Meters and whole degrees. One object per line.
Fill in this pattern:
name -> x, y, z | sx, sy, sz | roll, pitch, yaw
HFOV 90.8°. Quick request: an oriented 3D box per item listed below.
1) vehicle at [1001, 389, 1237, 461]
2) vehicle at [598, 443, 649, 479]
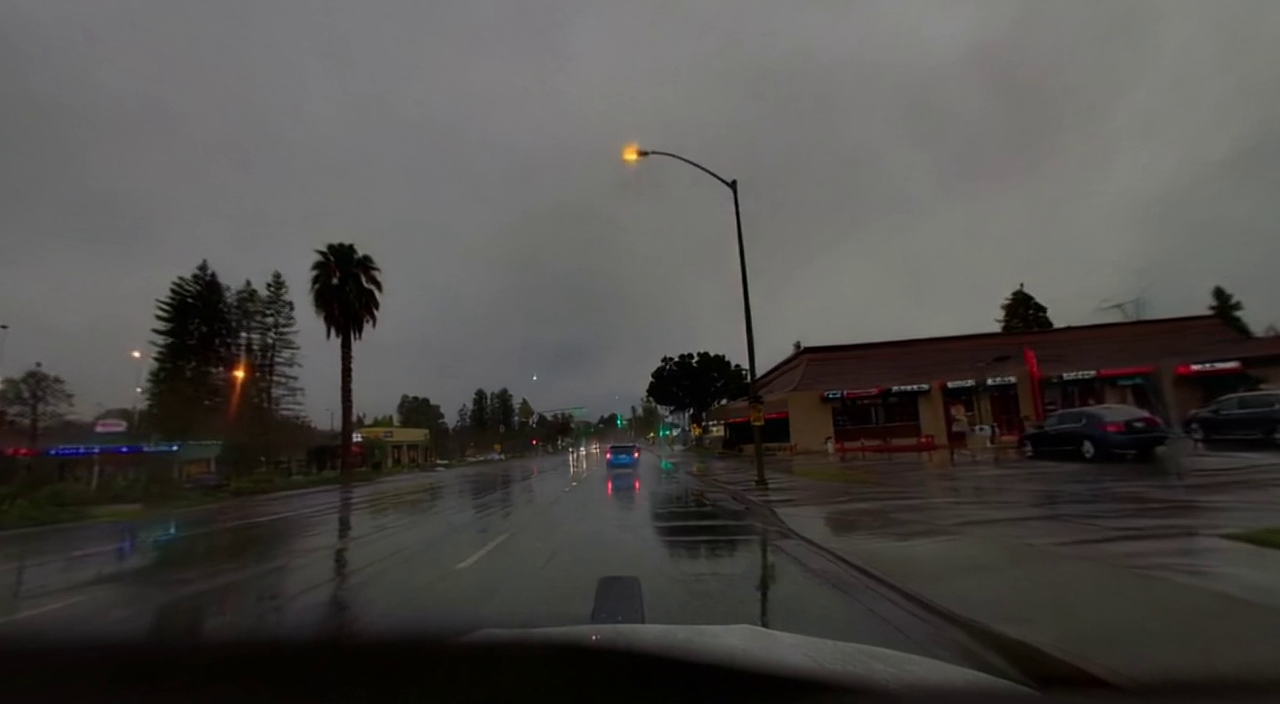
vehicle -> 12.622, 2.035, 17.027 | 1.873, 1.657, 4.557 | 5, -10, -30
vehicle -> -0.712, 4.901, 28.767 | 2.156, 1.462, 4.495 | 0, -8, -1
